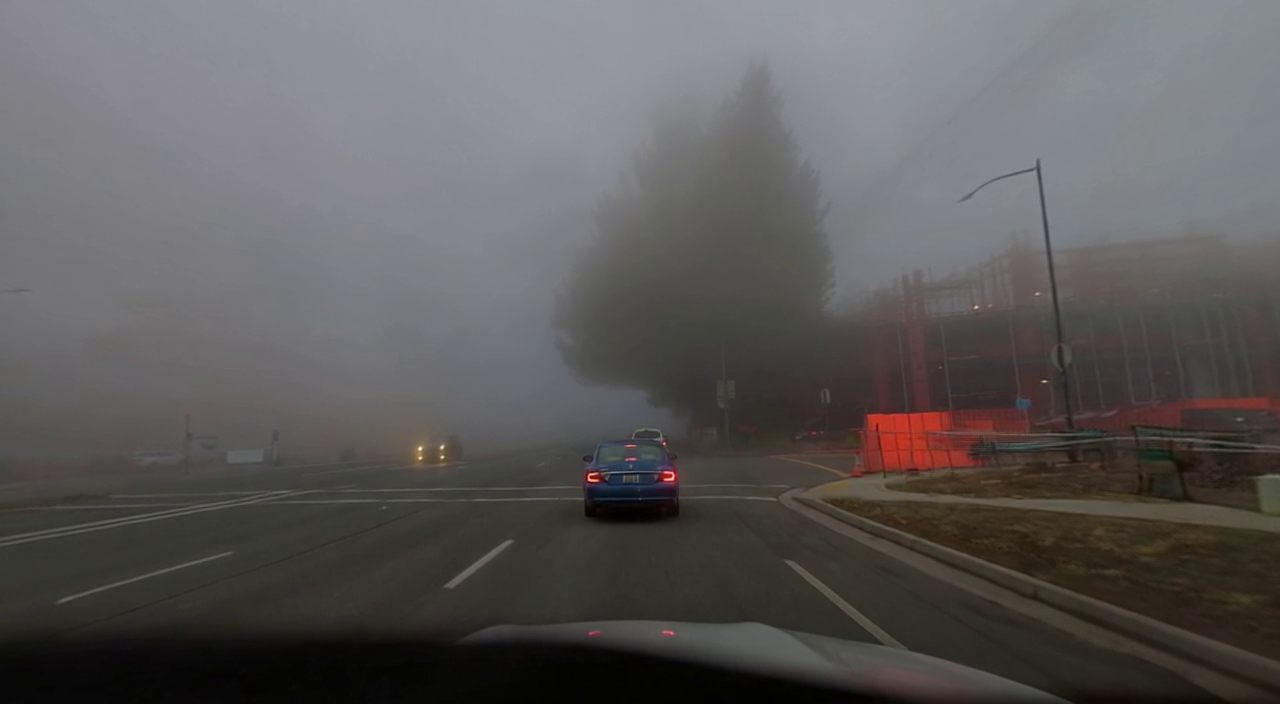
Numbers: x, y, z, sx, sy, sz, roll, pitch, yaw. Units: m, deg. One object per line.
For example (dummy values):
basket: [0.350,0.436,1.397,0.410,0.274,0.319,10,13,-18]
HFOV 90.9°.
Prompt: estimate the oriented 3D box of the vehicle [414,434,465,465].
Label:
vehicle: [-10.436,5.044,32.629,2.072,1.465,4.394,3,-9,-22]

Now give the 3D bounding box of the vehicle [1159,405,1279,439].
vehicle: [27.739,3.347,29.883,4.455,1.494,1.926,0,-9,0]

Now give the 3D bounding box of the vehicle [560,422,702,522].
vehicle: [-0.123,2.095,11.488,2.112,1.482,4.076,0,-8,0]
